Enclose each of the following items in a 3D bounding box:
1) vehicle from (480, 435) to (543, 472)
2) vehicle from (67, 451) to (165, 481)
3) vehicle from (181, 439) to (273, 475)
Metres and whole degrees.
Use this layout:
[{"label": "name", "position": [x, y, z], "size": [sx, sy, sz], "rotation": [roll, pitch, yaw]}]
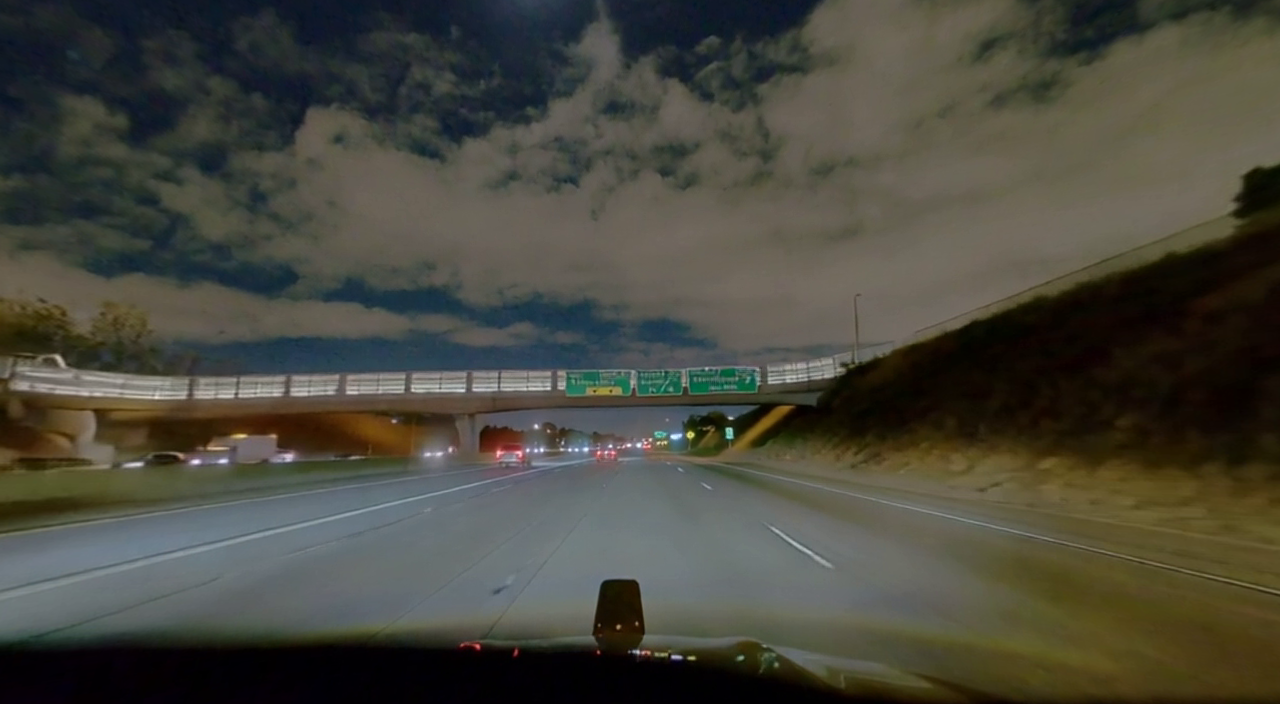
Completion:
[{"label": "vehicle", "position": [-7.326, 5.862, 36.612], "size": [2.341, 1.959, 5.684], "rotation": [0, -9, 1]}, {"label": "vehicle", "position": [-30.898, 6.716, 37.319], "size": [1.858, 1.648, 4.522], "rotation": [0, -9, 0]}, {"label": "vehicle", "position": [-27.372, 6.952, 42.034], "size": [2.291, 2.219, 5.672], "rotation": [0, -9, 0]}]
